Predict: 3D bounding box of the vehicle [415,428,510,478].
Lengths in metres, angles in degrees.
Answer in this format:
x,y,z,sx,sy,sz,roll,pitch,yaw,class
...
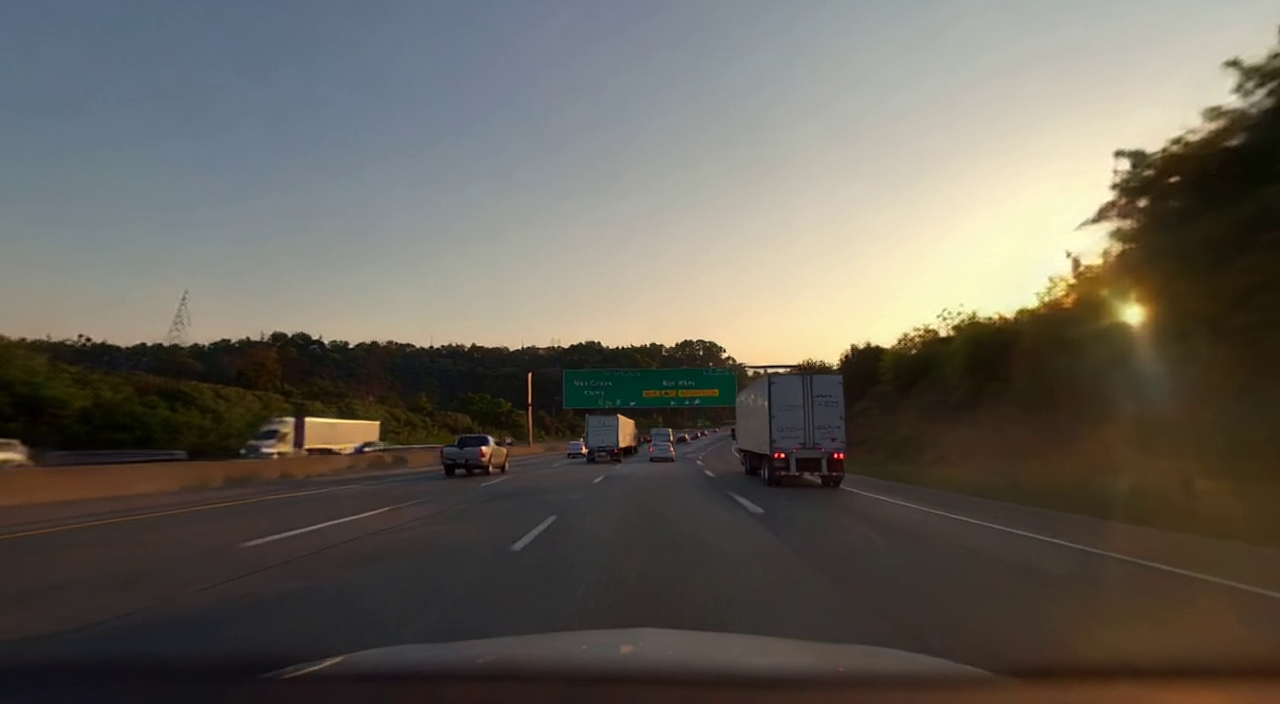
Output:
x,y,z,sx,sy,sz,roll,pitch,yaw,class
-7.074,4.099,25.837,2.272,1.850,5.156,0,-8,1,vehicle

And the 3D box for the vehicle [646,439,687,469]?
x,y,z,sx,sy,sz,roll,pitch,yaw,class
1.424,5.572,34.680,2.105,1.502,4.068,0,-8,1,vehicle

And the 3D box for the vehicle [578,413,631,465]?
x,y,z,sx,sy,sz,roll,pitch,yaw,class
-2.212,5.847,42.249,2.745,3.156,7.608,0,-8,3,vehicle

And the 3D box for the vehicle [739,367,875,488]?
x,y,z,sx,sy,sz,roll,pitch,yaw,class
5.391,2.724,22.037,2.895,3.484,7.631,0,-8,2,vehicle
